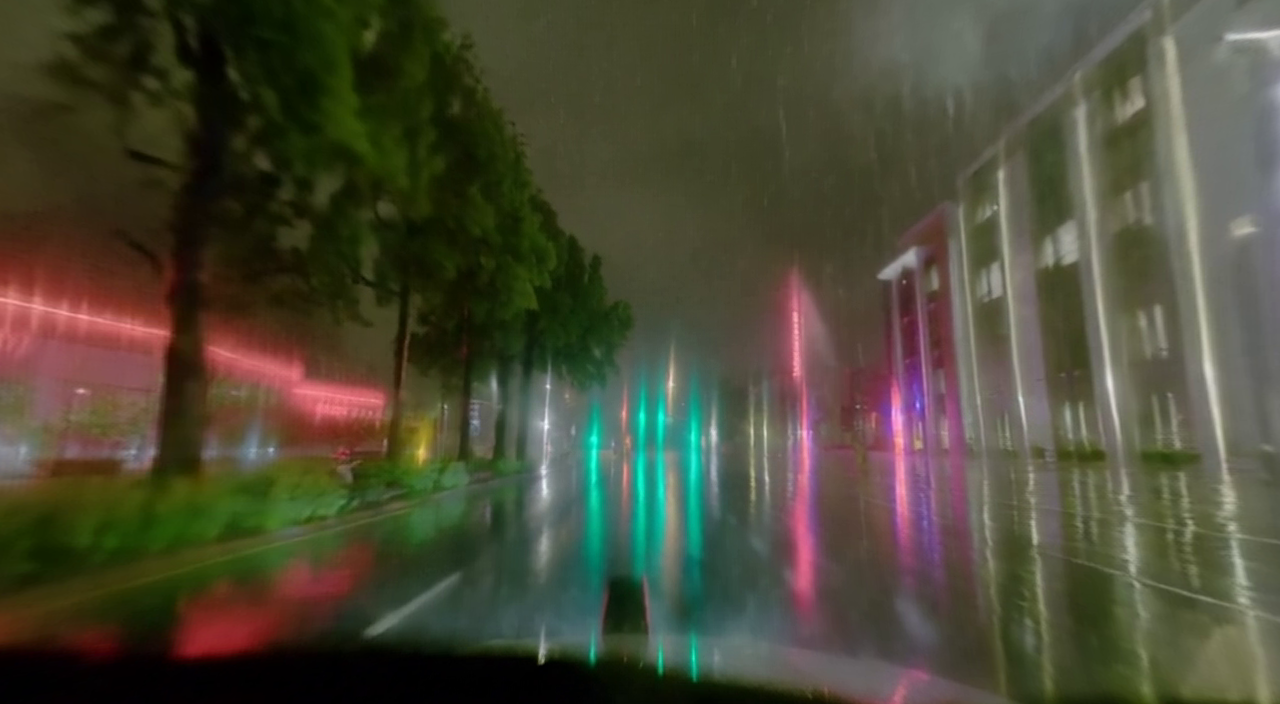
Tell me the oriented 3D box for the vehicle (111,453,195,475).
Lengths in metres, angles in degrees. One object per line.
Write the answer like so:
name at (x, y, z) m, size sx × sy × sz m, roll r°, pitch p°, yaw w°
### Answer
vehicle at (-35.864, 8.213, 46.511) m, size 4.644 × 1.465 × 1.793 m, roll 8°, pitch -12°, yaw -44°
